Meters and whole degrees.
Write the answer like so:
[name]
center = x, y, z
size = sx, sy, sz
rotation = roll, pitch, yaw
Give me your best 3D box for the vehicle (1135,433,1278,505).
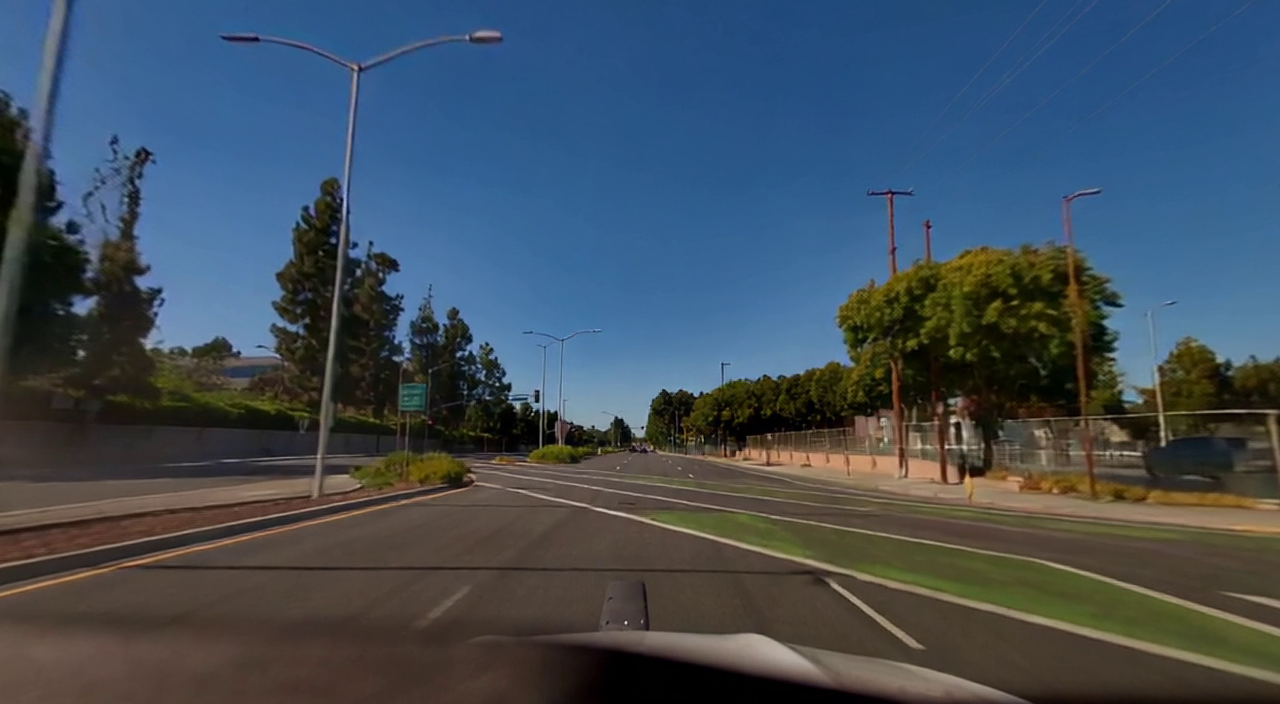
[vehicle]
center = 15.911, 3.254, 17.927
size = 1.800, 1.840, 2.969
rotation = -3, -9, 17
